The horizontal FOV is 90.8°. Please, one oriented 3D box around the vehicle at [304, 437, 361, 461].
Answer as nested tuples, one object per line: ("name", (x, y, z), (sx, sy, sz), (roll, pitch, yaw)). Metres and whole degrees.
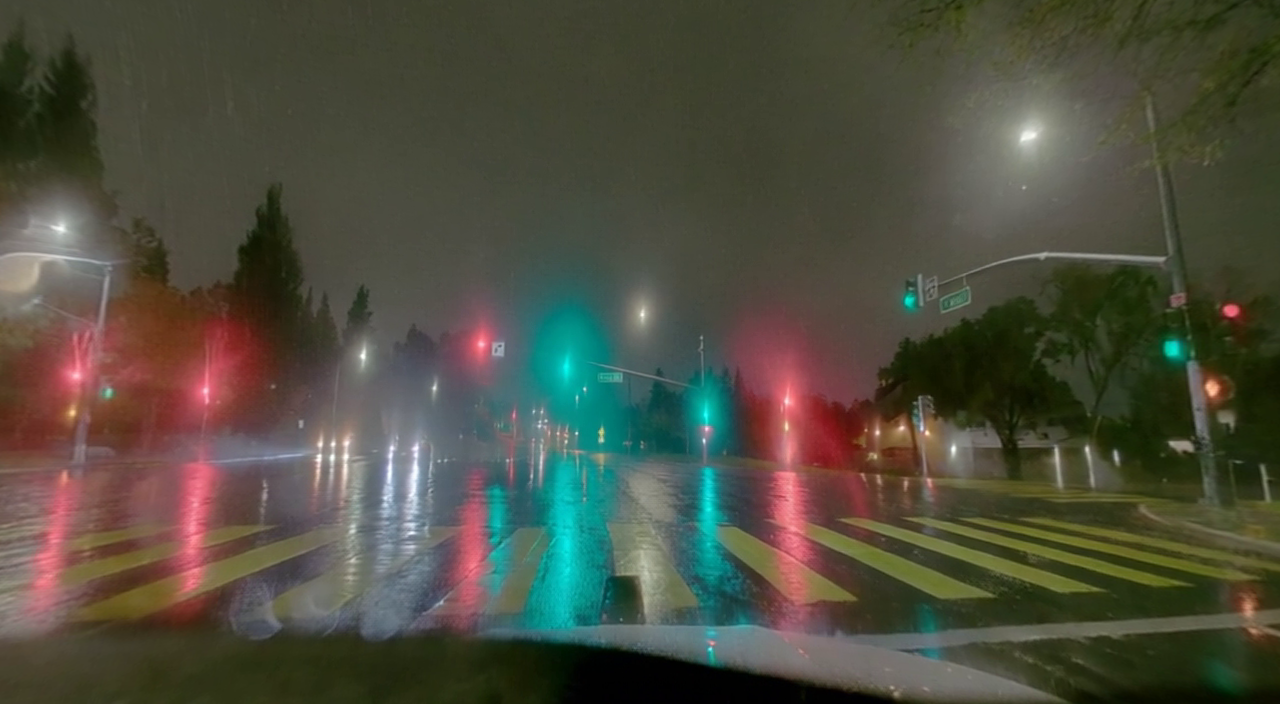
("vehicle", (-19.886, 6.298, 41.049), (1.918, 1.432, 4.433), (1, -9, -7))
